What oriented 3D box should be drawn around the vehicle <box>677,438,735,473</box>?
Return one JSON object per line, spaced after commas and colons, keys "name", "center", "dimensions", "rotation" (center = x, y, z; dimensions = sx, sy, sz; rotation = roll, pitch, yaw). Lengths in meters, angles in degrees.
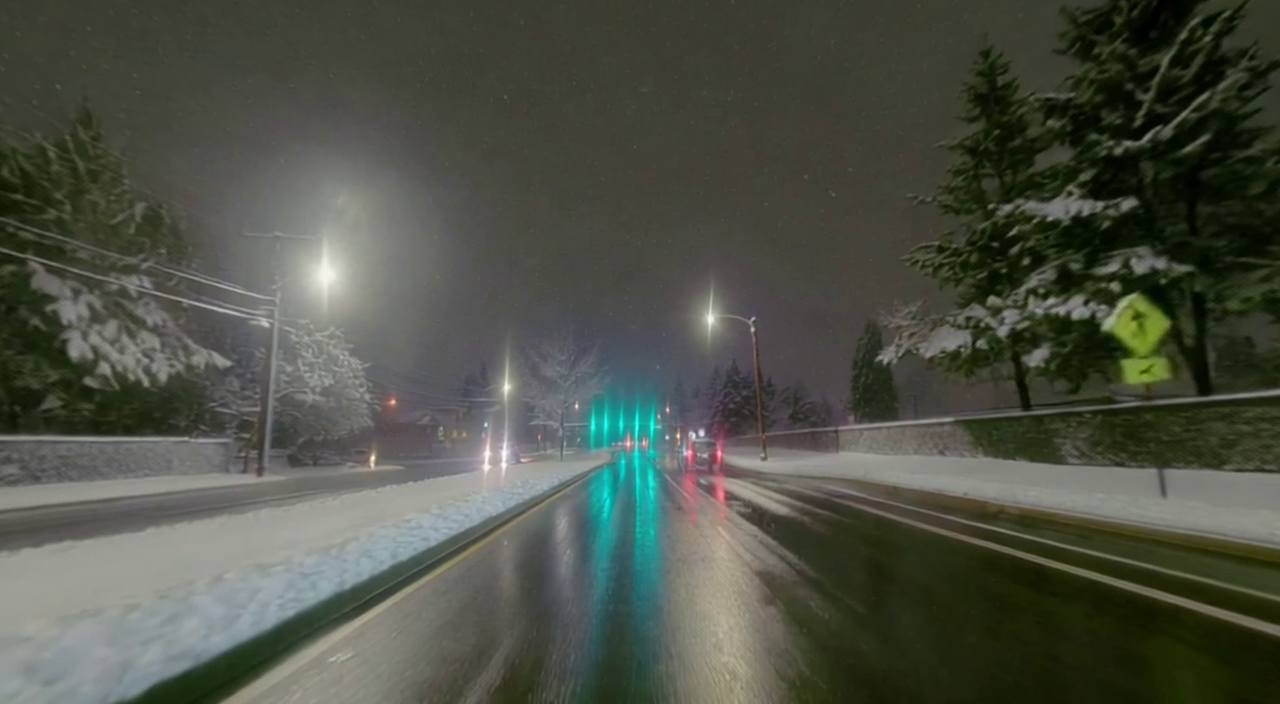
{"name": "vehicle", "center": [2.999, 4.823, 29.433], "dimensions": [2.105, 1.490, 4.008], "rotation": [1, -8, -2]}
